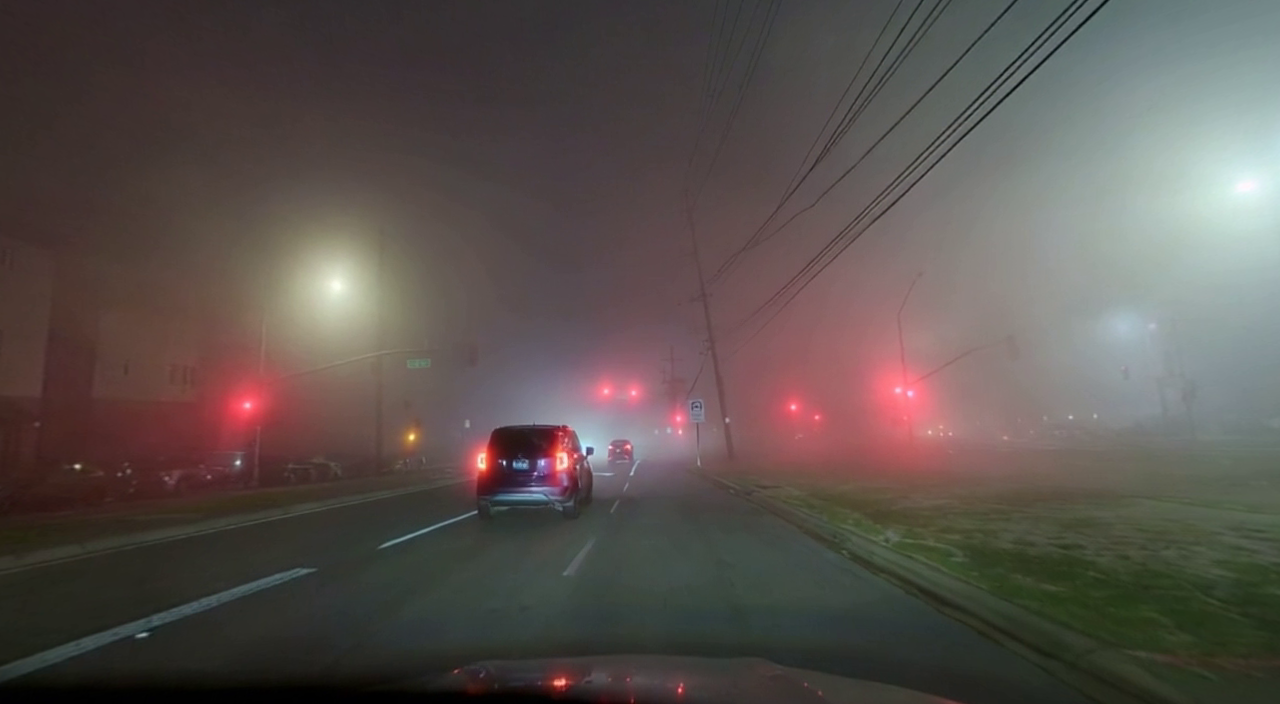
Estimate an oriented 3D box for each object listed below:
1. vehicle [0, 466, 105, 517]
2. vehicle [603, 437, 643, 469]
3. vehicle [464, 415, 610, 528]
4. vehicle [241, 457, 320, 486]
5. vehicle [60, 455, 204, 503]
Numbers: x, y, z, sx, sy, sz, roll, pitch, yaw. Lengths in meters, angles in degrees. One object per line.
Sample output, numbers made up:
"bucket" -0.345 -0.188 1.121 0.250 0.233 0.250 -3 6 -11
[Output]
"vehicle" -20.203 4.490 20.533 1.790 1.415 4.450 0 -9 -2
"vehicle" -0.927 5.777 36.235 2.144 1.681 3.855 0 -9 0
"vehicle" -1.712 2.191 12.012 2.022 1.757 4.041 0 -9 1
"vehicle" -20.130 6.678 35.590 1.826 1.430 4.426 0 -9 0
"vehicle" -20.121 5.012 25.333 1.989 1.689 4.388 0 -9 2
